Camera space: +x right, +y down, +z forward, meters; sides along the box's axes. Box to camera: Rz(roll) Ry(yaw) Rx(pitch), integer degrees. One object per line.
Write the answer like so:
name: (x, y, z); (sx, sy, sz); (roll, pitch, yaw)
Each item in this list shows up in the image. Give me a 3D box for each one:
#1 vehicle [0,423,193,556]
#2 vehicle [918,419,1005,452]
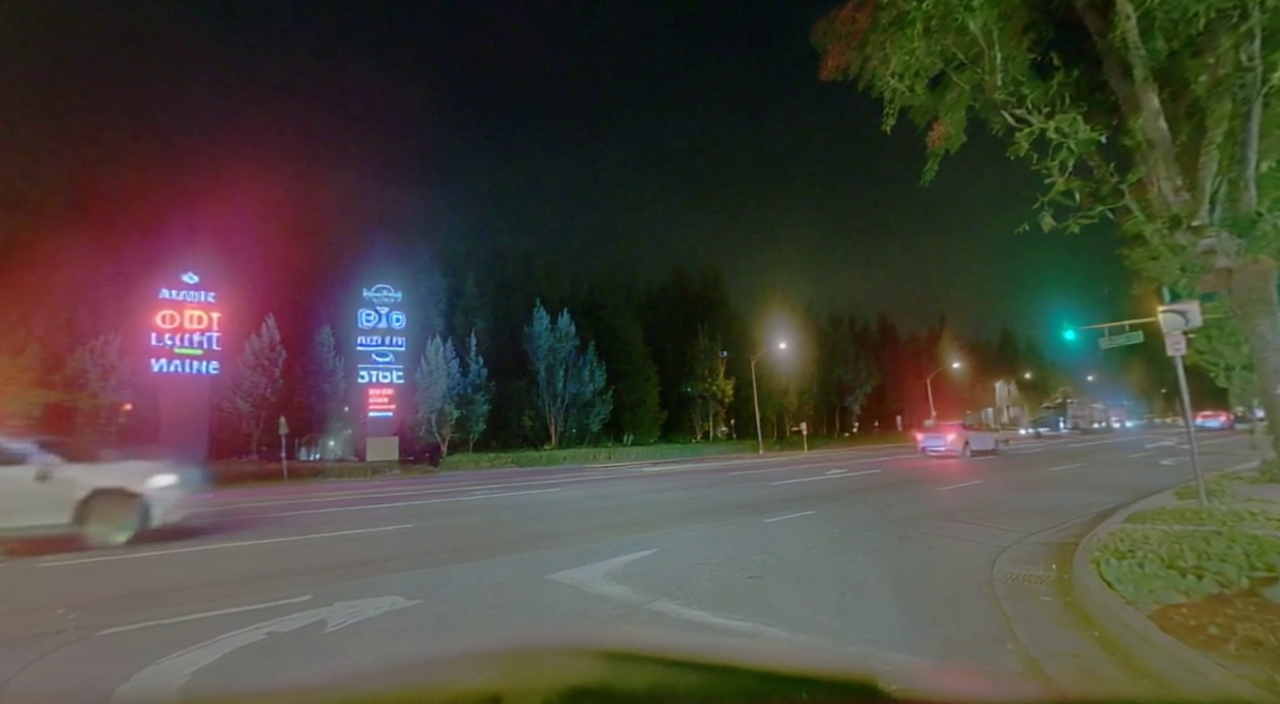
vehicle: (-8.311, 1.698, 7.974); (4.182, 1.536, 1.885); (6, -11, -37)
vehicle: (15.578, 4.053, 30.506); (4.442, 1.458, 1.902); (6, -11, -37)
